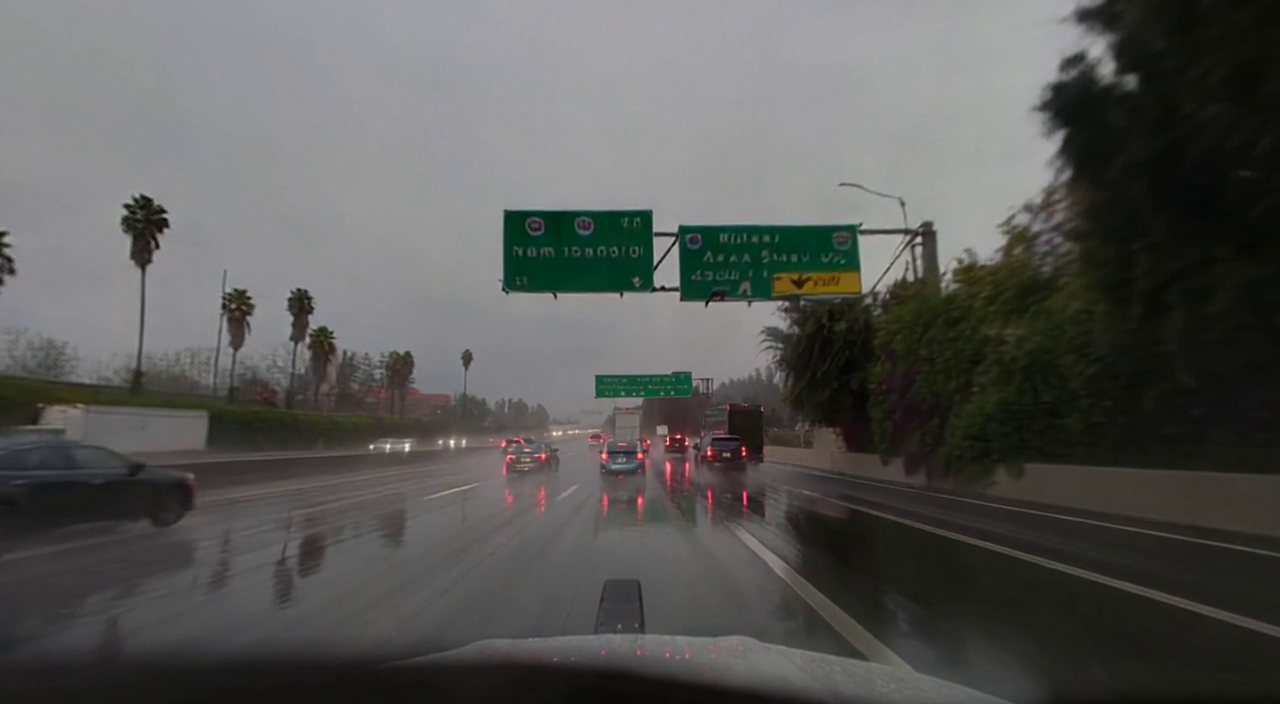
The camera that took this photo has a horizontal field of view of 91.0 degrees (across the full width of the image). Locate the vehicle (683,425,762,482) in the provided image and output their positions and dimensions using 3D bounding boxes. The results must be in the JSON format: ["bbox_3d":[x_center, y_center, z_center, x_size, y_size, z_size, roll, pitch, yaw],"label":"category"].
[{"bbox_3d":[2.930,3.723,23.345,2.173,1.870,4.499,0,-8,-2],"label":"vehicle"}]

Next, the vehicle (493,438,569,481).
[{"bbox_3d":[-3.938,3.963,23.494,1.998,1.423,4.436,0,-8,0],"label":"vehicle"}]

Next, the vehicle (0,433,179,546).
[{"bbox_3d":[-9.465,1.931,9.076,2.015,1.469,4.938,0,-8,-2],"label":"vehicle"}]

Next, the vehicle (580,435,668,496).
[{"bbox_3d":[-0.391,3.055,17.341,2.136,1.470,3.971,0,-8,0],"label":"vehicle"}]
